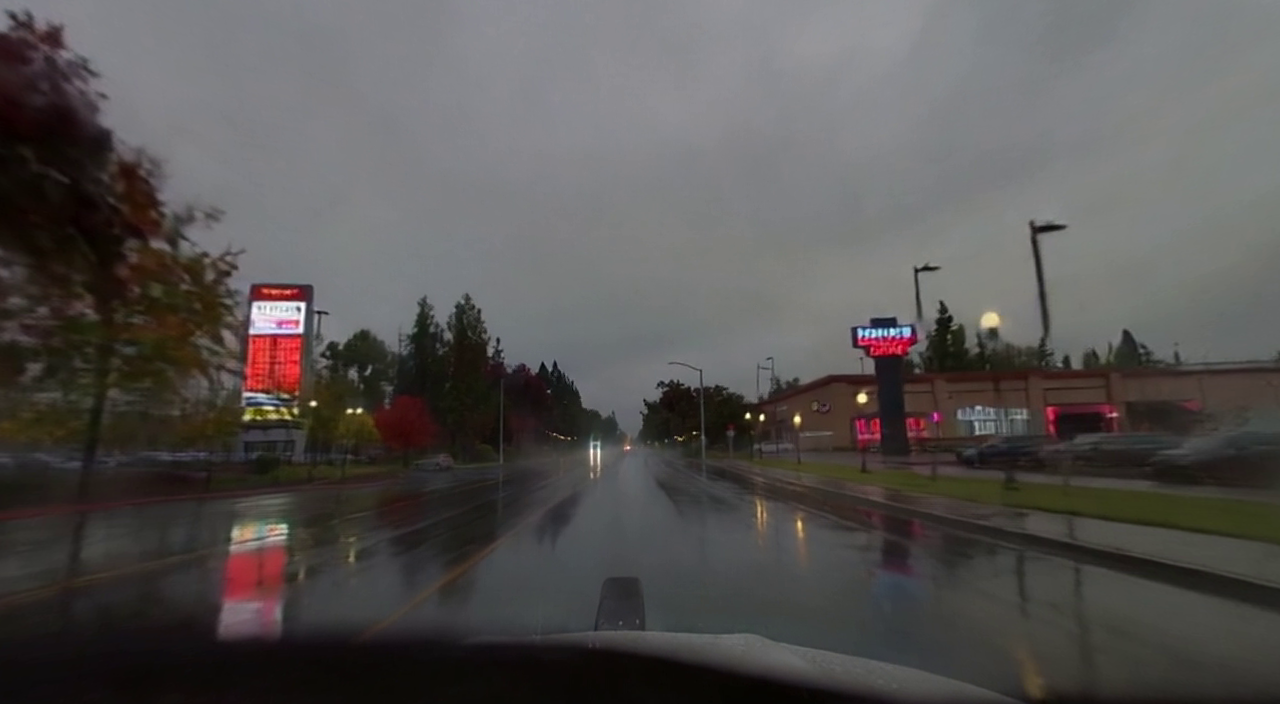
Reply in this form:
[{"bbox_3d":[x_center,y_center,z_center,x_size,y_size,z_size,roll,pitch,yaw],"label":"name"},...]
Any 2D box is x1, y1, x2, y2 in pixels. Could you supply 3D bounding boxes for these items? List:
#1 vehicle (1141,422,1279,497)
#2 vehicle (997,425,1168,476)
[{"bbox_3d":[16.104,2.674,16.250,4.648,1.637,2.029,-3,-8,-3],"label":"vehicle"},{"bbox_3d":[16.052,3.596,23.143,4.656,1.748,2.059,0,-8,1],"label":"vehicle"}]
